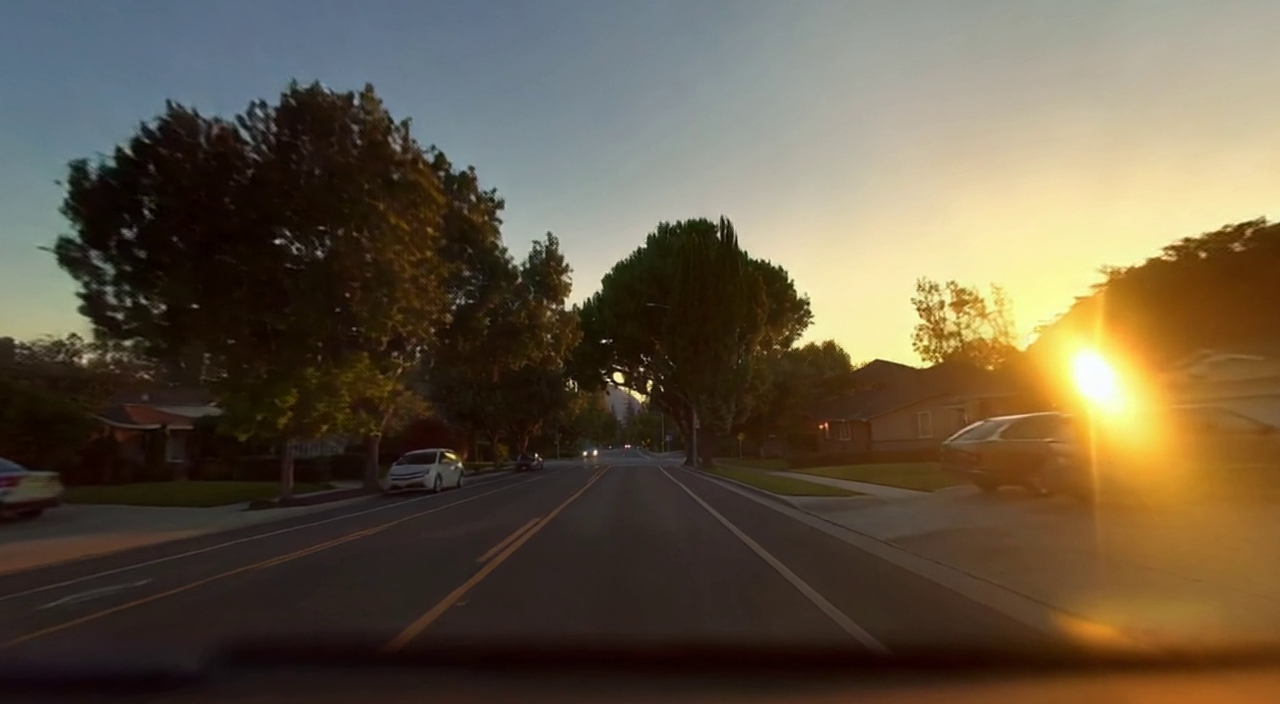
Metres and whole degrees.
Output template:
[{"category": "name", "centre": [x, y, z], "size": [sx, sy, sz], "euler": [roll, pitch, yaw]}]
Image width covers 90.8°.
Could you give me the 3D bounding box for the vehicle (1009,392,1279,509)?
[{"category": "vehicle", "centre": [8.929, 1.589, 10.296], "size": [4.535, 1.697, 1.968], "euler": [0, -9, 0]}]

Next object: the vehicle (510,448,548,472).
[{"category": "vehicle", "centre": [-7.959, 7.768, 45.582], "size": [1.880, 1.469, 4.221], "euler": [-4, -9, 1]}]

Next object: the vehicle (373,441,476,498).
[{"category": "vehicle", "centre": [-7.821, 4.266, 23.460], "size": [2.122, 1.739, 4.770], "euler": [-4, -8, 0]}]
